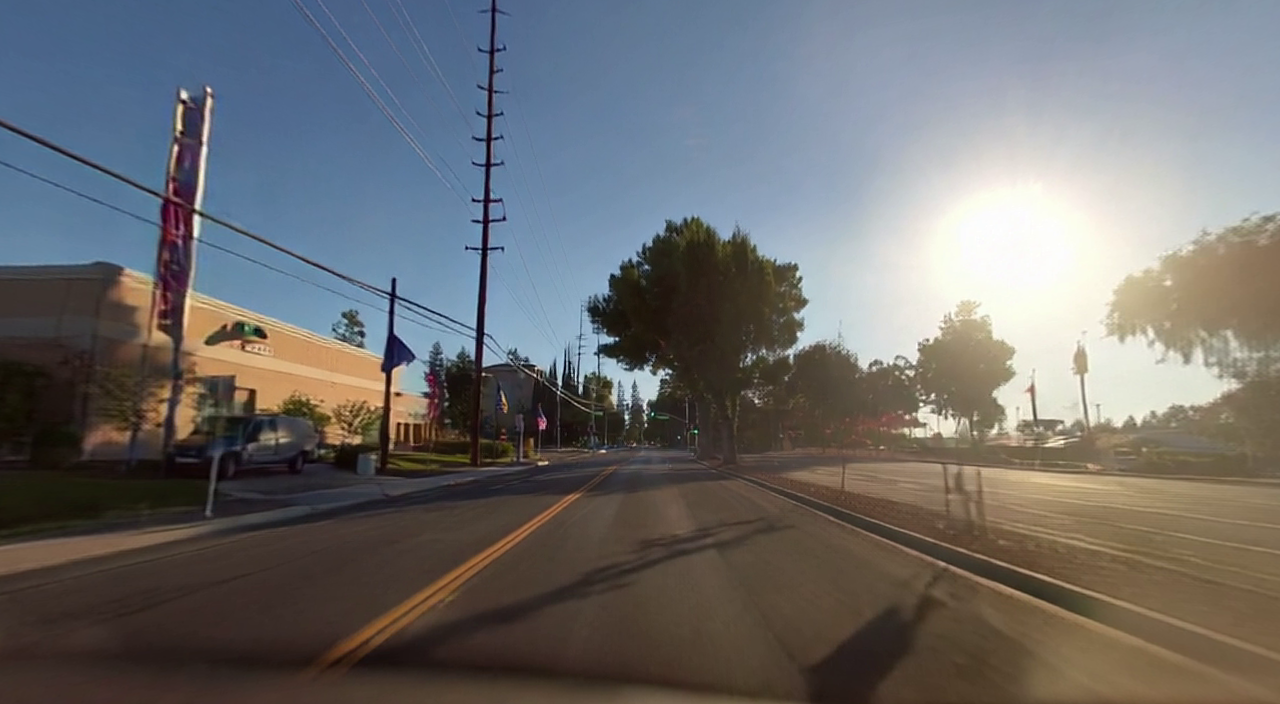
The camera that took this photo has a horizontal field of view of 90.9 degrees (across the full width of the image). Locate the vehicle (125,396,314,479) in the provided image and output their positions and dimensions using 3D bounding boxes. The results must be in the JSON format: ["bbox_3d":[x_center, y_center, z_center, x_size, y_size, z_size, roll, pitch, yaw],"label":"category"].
[{"bbox_3d":[-13.053,2.762,20.236,2.476,2.256,5.686,1,-8,-5],"label":"vehicle"}]
